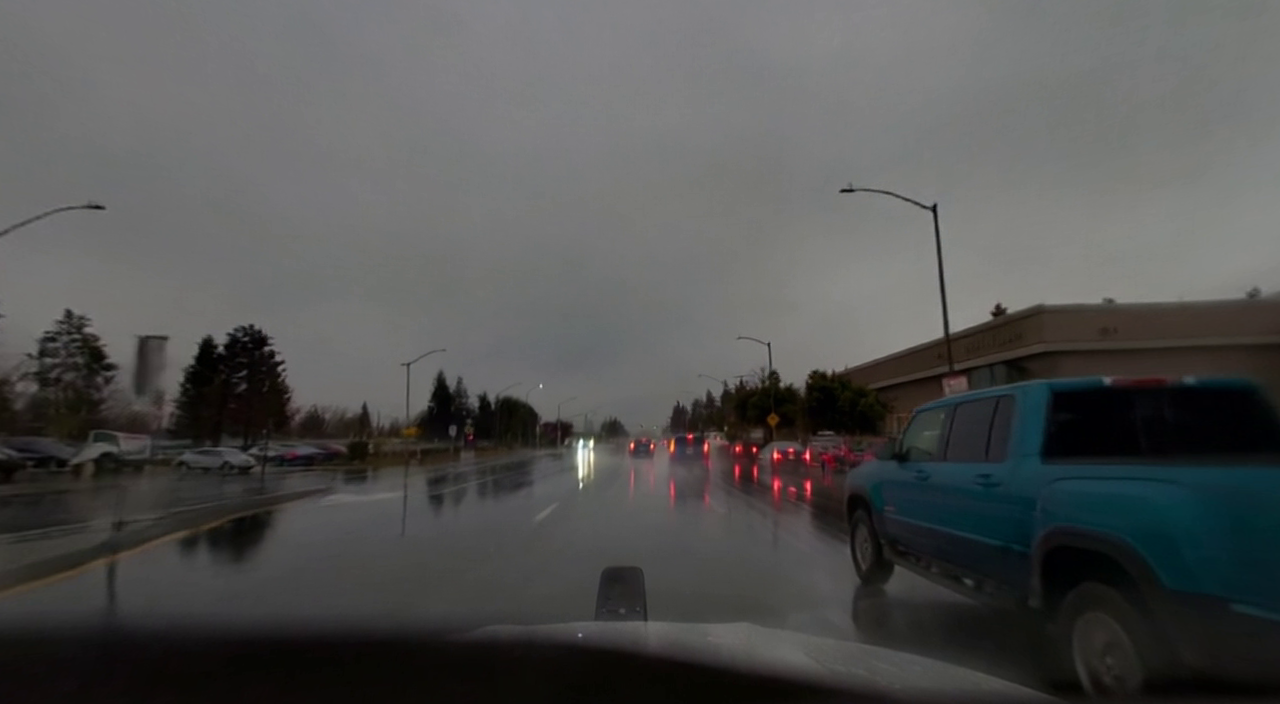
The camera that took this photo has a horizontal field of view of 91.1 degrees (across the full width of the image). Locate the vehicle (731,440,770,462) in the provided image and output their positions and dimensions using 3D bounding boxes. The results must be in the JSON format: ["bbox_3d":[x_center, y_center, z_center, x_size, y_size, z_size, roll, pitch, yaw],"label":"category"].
[{"bbox_3d":[7.824,7.051,44.933,1.895,1.437,4.890,0,-8,0],"label":"vehicle"}]

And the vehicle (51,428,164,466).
[{"bbox_3d":[-30.731,5.565,36.509,2.042,1.901,5.209,-3,-10,-1],"label":"vehicle"}]

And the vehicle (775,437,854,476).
[{"bbox_3d":[7.417,4.495,27.203,2.055,1.508,4.782,0,-8,0],"label":"vehicle"}]

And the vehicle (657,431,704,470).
[{"bbox_3d":[2.055,5.220,33.374,2.317,1.857,5.150,0,-8,1],"label":"vehicle"}]

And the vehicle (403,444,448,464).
[{"bbox_3d":[-17.006,8.121,49.950,1.962,1.496,4.431,0,-8,1],"label":"vehicle"}]

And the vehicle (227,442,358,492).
[{"bbox_3d":[-11.330,3.759,20.912,1.942,1.473,4.506,1,-8,-2],"label":"vehicle"}]

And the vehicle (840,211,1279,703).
[{"bbox_3d":[3.066,0.840,3.688,2.246,1.963,4.777,0,-8,1],"label":"vehicle"}]

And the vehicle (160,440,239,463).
[{"bbox_3d":[-30.091,6.819,43.078,1.949,1.466,4.654,0,-8,1],"label":"vehicle"}]
